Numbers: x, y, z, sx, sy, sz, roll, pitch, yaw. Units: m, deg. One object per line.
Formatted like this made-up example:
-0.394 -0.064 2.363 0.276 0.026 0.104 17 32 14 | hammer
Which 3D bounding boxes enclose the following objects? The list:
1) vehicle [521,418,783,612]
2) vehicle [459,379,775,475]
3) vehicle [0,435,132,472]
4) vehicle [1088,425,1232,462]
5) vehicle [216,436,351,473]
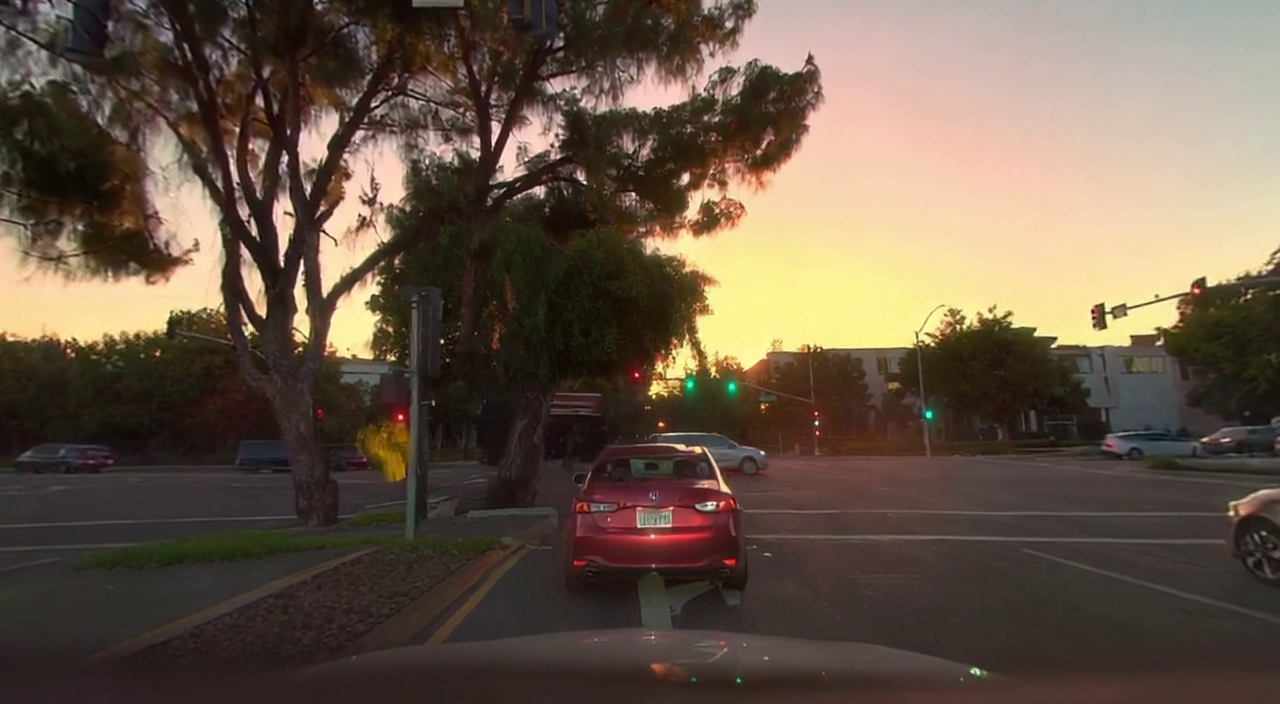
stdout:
0.057 1.553 6.889 2.041 1.485 3.813 0 -8 -1 | vehicle
-0.770 2.729 22.648 10.544 3.126 2.909 0 -8 1 | vehicle
-27.250 4.806 29.968 4.450 1.684 1.894 0 -8 0 | vehicle
21.536 3.827 26.255 4.399 1.445 1.769 0 -9 0 | vehicle
-14.886 4.282 26.501 4.517 1.471 1.854 0 -8 0 | vehicle
